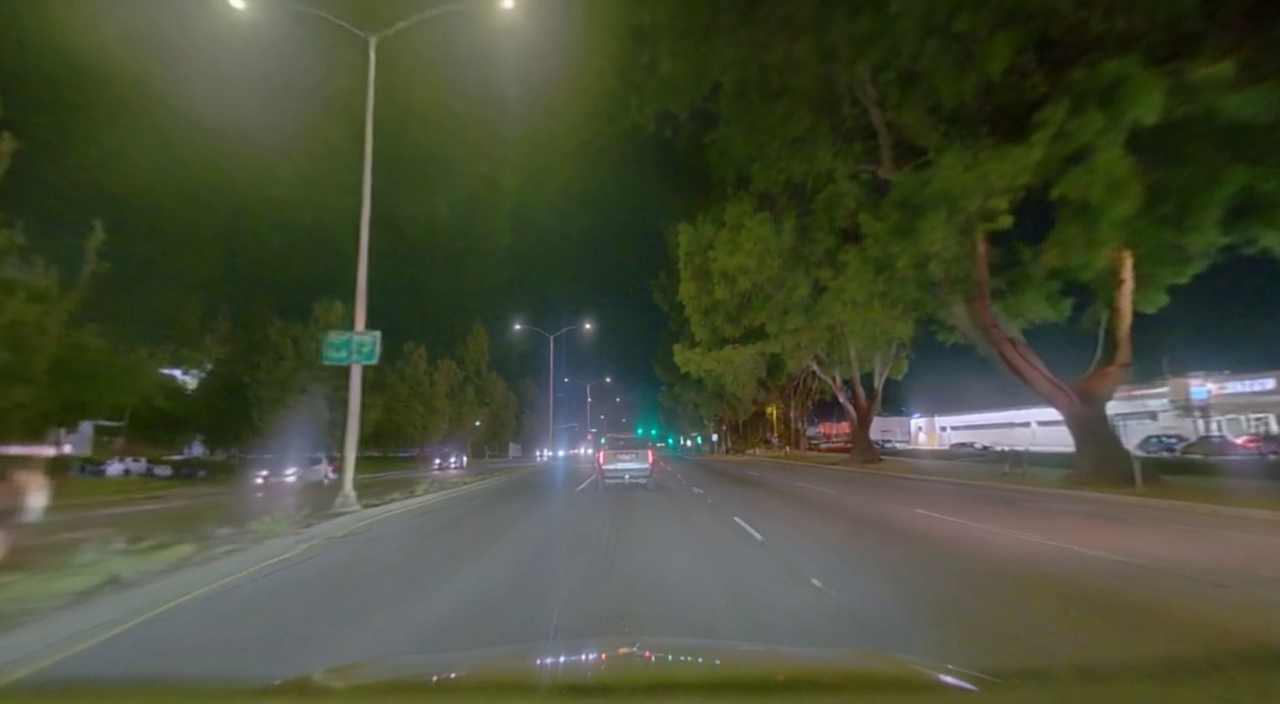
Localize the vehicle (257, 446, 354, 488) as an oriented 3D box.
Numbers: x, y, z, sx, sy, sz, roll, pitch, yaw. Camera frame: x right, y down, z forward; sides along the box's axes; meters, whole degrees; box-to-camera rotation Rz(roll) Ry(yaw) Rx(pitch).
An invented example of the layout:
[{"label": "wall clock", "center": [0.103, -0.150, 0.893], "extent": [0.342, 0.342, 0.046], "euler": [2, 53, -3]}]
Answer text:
[{"label": "vehicle", "center": [-16.349, 5.600, 31.189], "extent": [2.127, 1.836, 4.833], "euler": [0, -8, 0]}]

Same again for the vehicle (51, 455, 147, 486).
[{"label": "vehicle", "center": [-28.948, 6.329, 33.864], "extent": [3.520, 1.405, 1.750], "euler": [-2, -9, -1]}]

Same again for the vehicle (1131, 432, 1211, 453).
[{"label": "vehicle", "center": [39.822, 6.802, 47.441], "extent": [4.167, 1.455, 2.067], "euler": [0, -8, 0]}]

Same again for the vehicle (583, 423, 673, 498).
[{"label": "vehicle", "center": [-0.459, 3.121, 18.590], "extent": [2.300, 1.870, 4.936], "euler": [0, -8, -4]}]

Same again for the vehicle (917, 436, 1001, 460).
[{"label": "vehicle", "center": [20.695, 6.242, 41.137], "extent": [4.339, 1.456, 2.030], "euler": [0, -8, -3]}]
